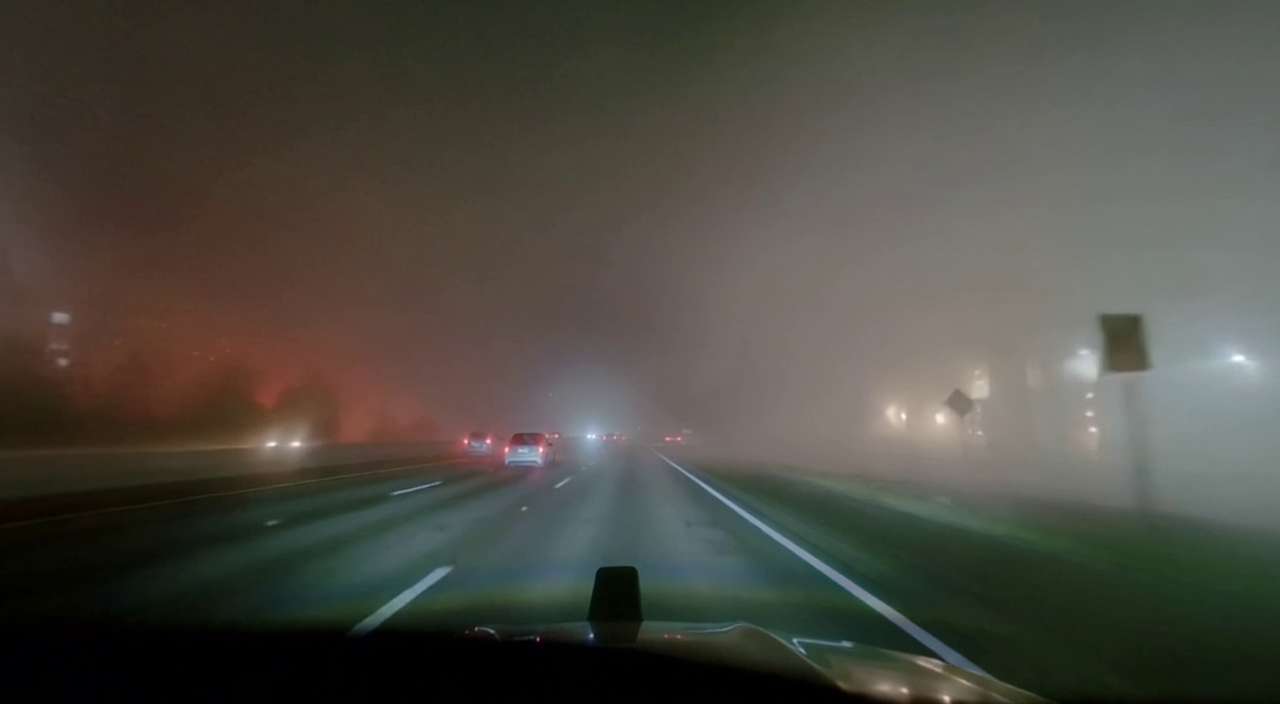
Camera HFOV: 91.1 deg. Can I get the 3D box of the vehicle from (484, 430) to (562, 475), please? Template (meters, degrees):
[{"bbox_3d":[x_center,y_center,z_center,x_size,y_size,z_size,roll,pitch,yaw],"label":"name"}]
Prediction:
[{"bbox_3d":[-4.178,3.664,23.216,1.996,1.490,4.571,0,-8,0],"label":"vehicle"}]

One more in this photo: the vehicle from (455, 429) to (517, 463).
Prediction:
[{"bbox_3d":[-7.685,4.714,31.804,1.985,1.575,4.453,0,-8,1],"label":"vehicle"}]

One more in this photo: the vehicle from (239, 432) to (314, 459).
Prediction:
[{"bbox_3d":[-21.345,5.517,37.117,1.987,1.501,4.054,0,-8,0],"label":"vehicle"}]
